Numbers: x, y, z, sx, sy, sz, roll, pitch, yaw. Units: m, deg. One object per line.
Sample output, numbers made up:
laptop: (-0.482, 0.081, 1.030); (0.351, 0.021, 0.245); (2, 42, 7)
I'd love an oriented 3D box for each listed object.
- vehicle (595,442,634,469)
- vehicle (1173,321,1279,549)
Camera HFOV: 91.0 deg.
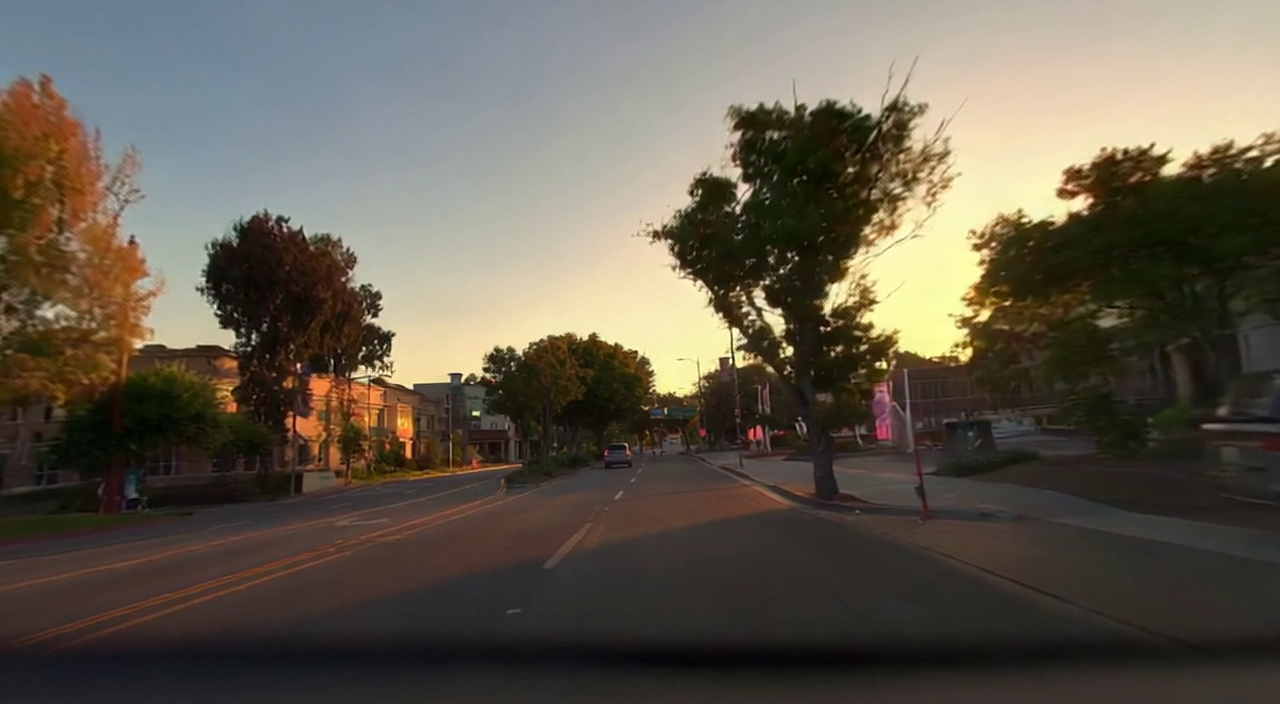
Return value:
vehicle: (-1.656, 6.939, 42.461); (2.235, 1.719, 4.292); (-1, -8, 2)
vehicle: (7.875, 0.639, 4.907); (5.276, 1.850, 2.173); (-1, -9, 3)
